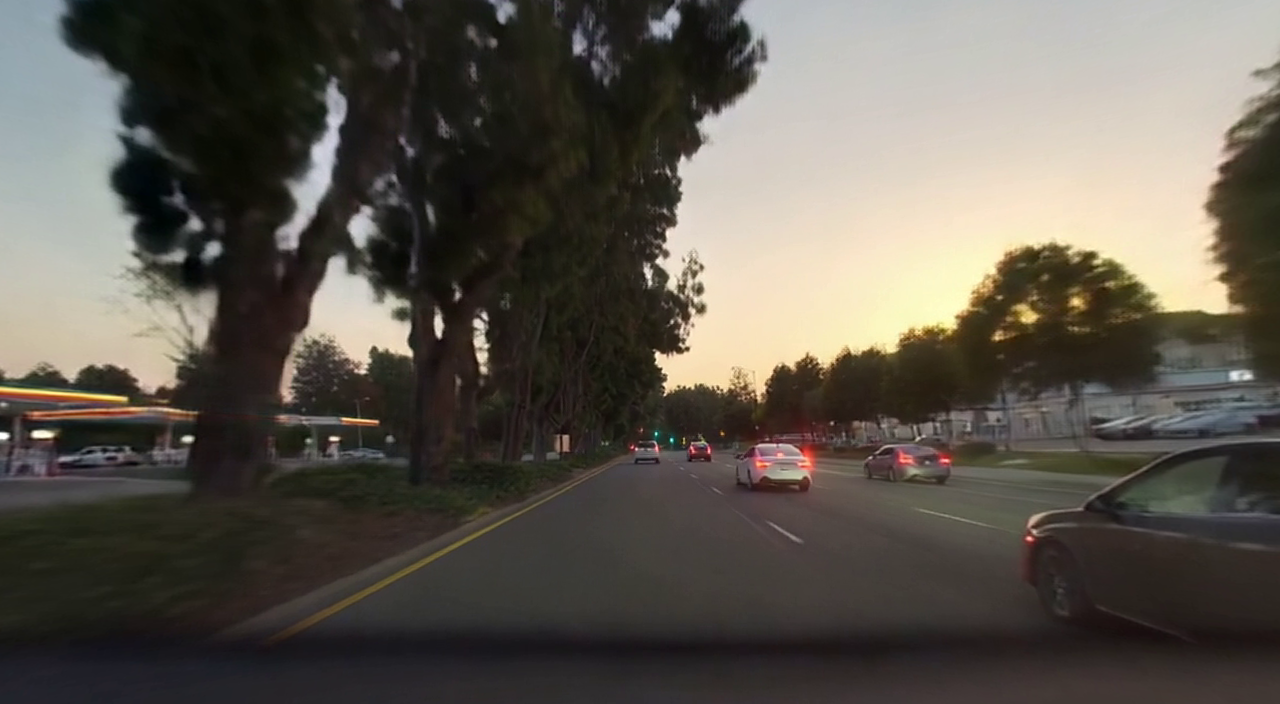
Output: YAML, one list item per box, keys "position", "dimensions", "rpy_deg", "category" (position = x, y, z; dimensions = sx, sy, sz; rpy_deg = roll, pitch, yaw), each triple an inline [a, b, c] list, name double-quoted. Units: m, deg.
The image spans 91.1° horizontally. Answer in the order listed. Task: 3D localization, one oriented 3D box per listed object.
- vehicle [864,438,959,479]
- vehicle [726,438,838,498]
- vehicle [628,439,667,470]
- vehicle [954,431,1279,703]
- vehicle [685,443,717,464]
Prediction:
- position: [10.731, 4.244, 25.166]
  dimensions: [1.906, 1.488, 4.251]
  rpy_deg: [0, -9, 0]
  category: "vehicle"
- position: [3.913, 3.297, 18.273]
  dimensions: [2.119, 1.509, 4.756]
  rpy_deg: [0, -9, 0]
  category: "vehicle"
- position: [0.429, 6.091, 37.515]
  dimensions: [2.172, 1.694, 4.055]
  rpy_deg: [0, -9, 0]
  category: "vehicle"
- position: [3.875, 1.161, 3.467]
  dimensions: [1.944, 1.404, 4.597]
  rpy_deg: [0, -9, 1]
  category: "vehicle"
- position: [4.589, 7.703, 47.821]
  dimensions: [1.980, 1.515, 4.362]
  rpy_deg: [0, -9, 0]
  category: "vehicle"
